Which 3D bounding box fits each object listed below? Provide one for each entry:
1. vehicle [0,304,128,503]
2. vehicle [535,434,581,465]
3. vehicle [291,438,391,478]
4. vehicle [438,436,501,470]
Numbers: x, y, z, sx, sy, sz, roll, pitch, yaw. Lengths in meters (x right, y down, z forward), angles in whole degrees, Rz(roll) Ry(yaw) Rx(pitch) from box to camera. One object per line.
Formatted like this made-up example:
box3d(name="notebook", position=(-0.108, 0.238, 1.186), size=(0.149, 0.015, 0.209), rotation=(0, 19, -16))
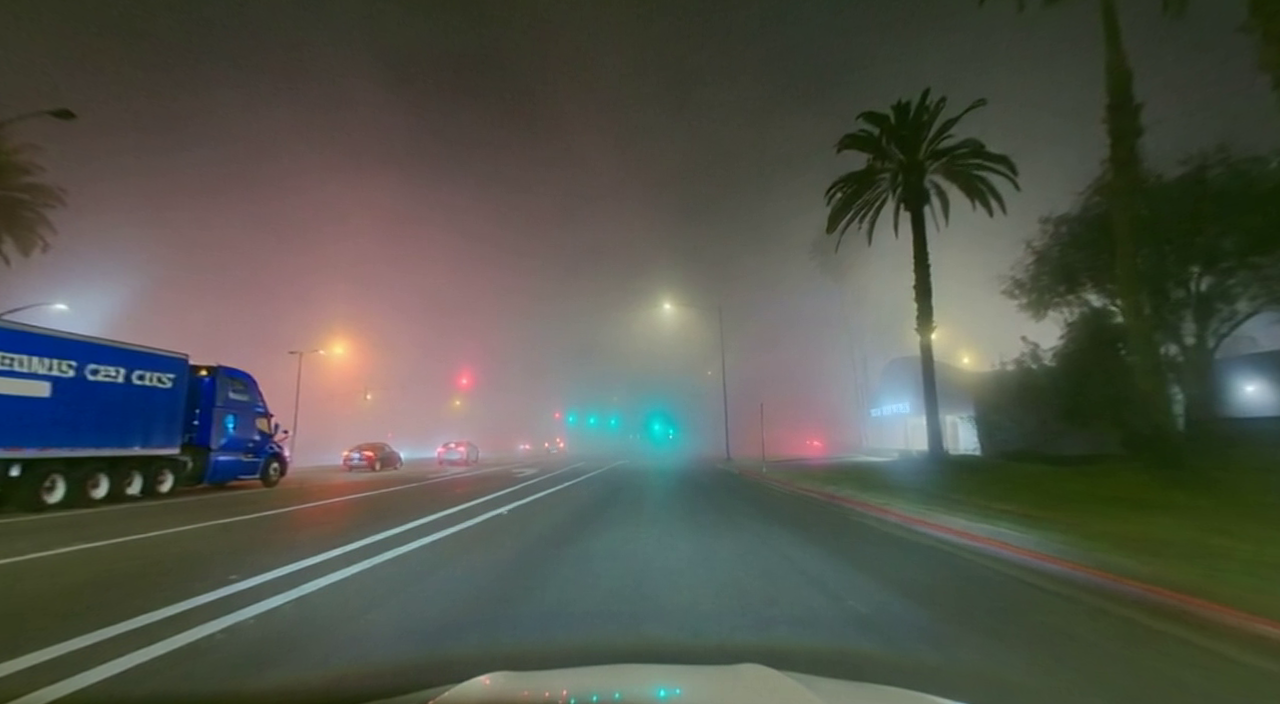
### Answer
box3d(name="vehicle", position=(-15.075, 0.326, 8.197), size=(2.961, 4.167, 16.429), rotation=(0, -9, 0))
box3d(name="vehicle", position=(-4.912, 5.908, 38.164), size=(2.114, 1.784, 4.450), rotation=(0, -9, 1))
box3d(name="vehicle", position=(-11.899, 4.221, 25.327), size=(1.900, 1.462, 4.225), rotation=(0, -9, 1))
box3d(name="vehicle", position=(-8.507, 5.084, 31.683), size=(1.977, 1.584, 3.983), rotation=(0, -9, 1))
